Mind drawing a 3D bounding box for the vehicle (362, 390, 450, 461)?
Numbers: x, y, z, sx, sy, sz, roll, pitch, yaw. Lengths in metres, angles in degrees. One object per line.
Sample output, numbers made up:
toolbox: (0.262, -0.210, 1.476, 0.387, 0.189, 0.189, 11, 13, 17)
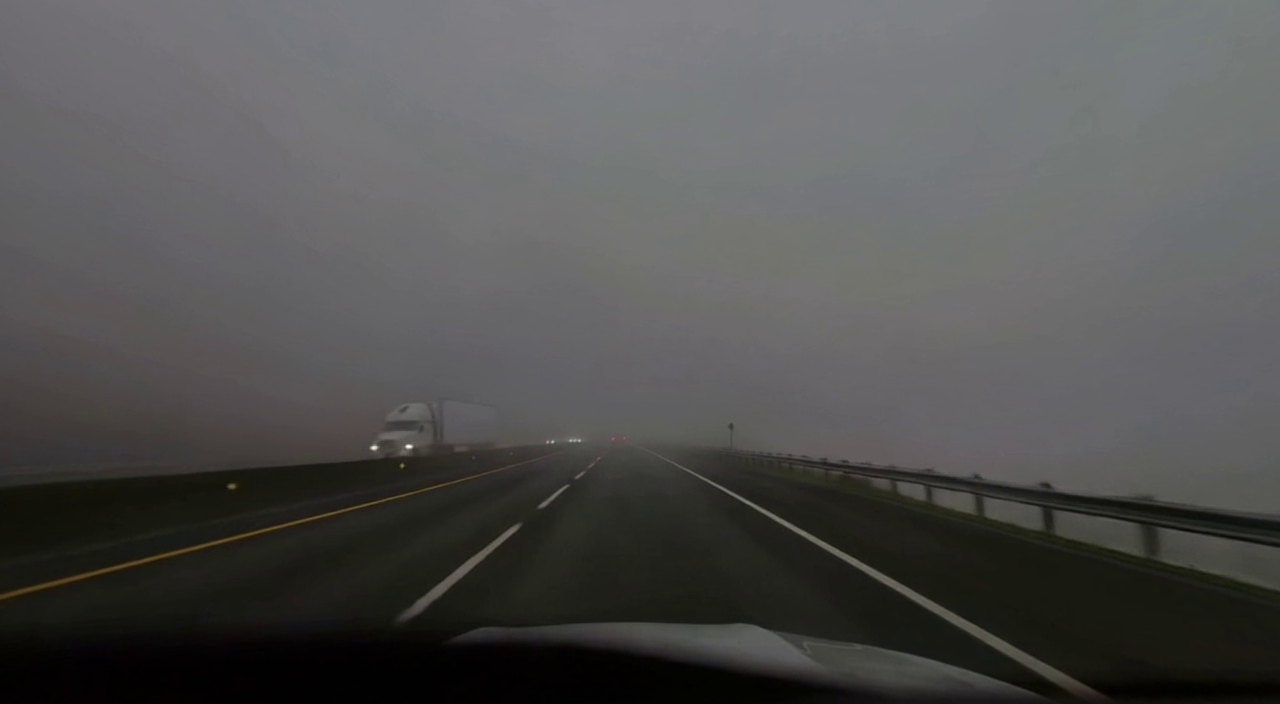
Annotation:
vehicle: (-13.631, 4.397, 37.260, 2.967, 3.842, 5.829, 0, -8, -1)
